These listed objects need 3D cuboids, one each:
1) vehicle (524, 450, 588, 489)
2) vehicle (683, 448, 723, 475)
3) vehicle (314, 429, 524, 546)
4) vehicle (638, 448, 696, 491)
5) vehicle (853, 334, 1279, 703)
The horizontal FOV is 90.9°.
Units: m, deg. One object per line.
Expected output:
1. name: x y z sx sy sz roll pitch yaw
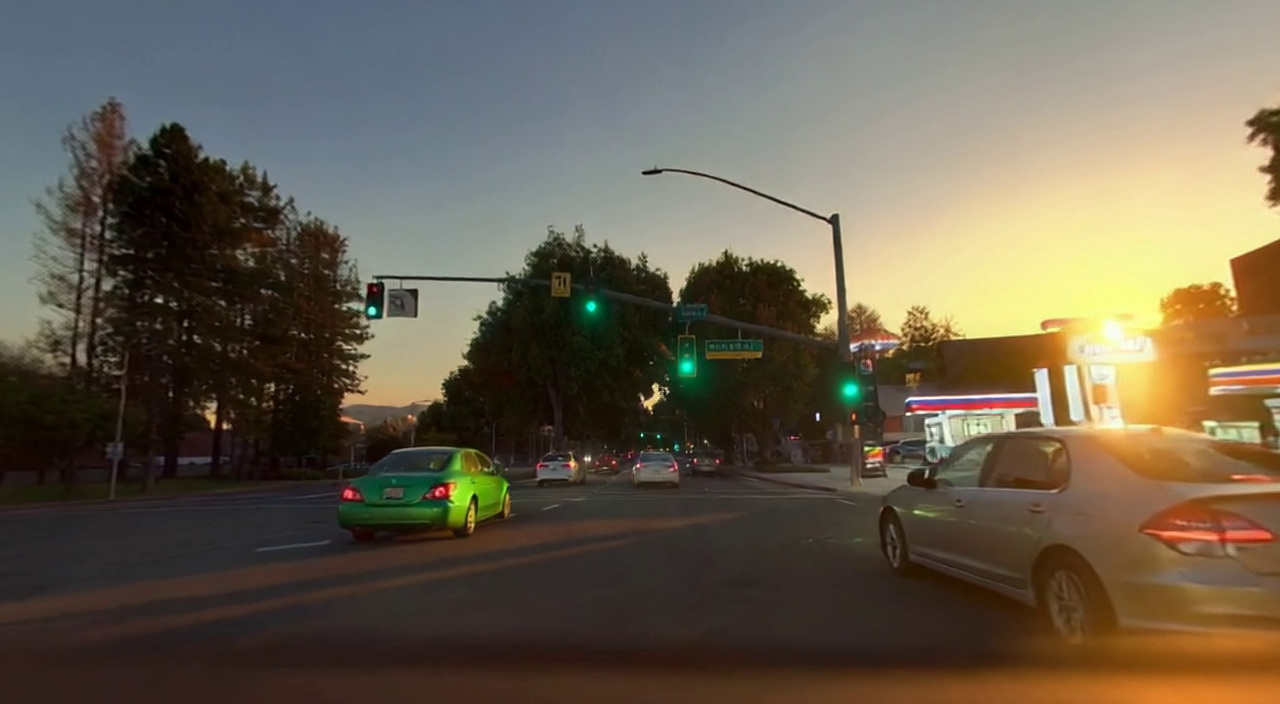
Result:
1. vehicle: -3.418 4.860 26.482 1.995 1.436 4.500 0 -8 1
2. vehicle: 3.769 6.626 38.320 1.920 1.479 4.548 0 -8 -1
3. vehicle: -3.706 2.357 11.754 2.023 1.687 4.874 0 -8 2
4. vehicle: 0.944 4.372 23.811 1.994 1.433 3.894 0 -8 0
5. vehicle: 3.472 1.141 4.981 1.992 1.805 4.549 0 -8 1
